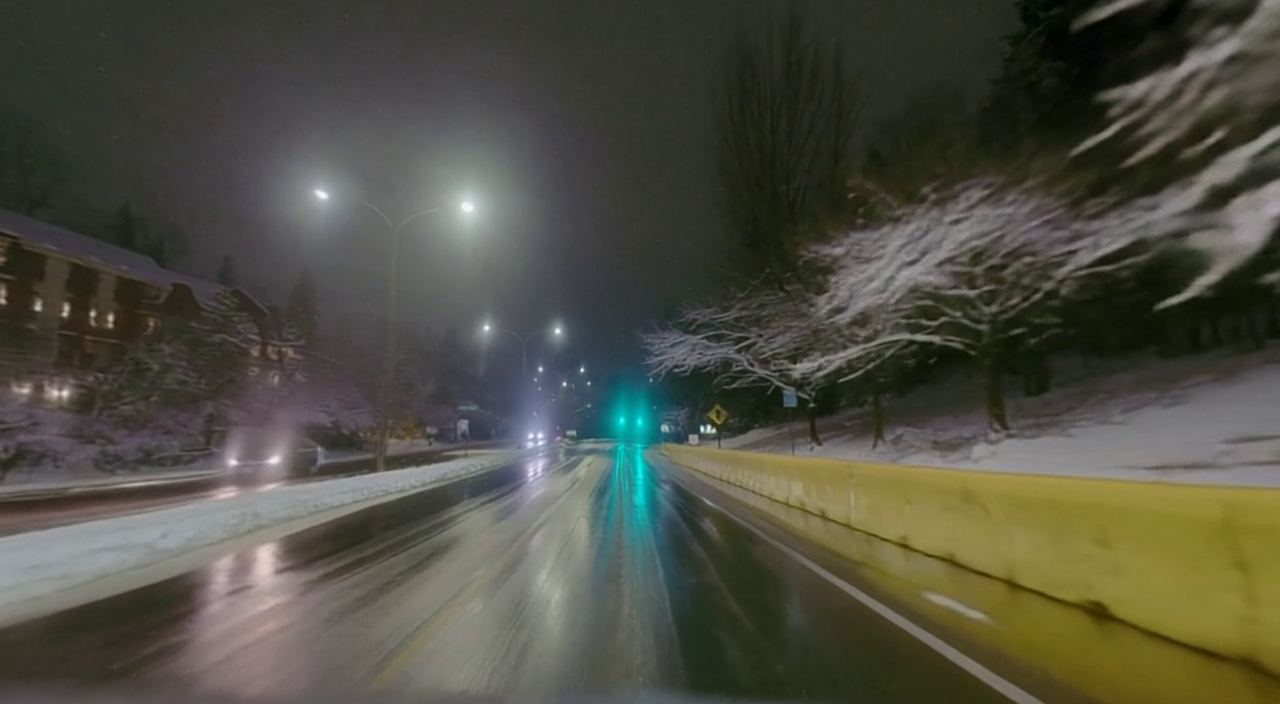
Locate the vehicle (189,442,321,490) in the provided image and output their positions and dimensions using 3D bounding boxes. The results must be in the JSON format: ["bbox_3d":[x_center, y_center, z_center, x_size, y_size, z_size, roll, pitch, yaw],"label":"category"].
[{"bbox_3d":[-13.942,4.141,23.278,1.969,1.563,4.648,0,-9,-1],"label":"vehicle"}]
